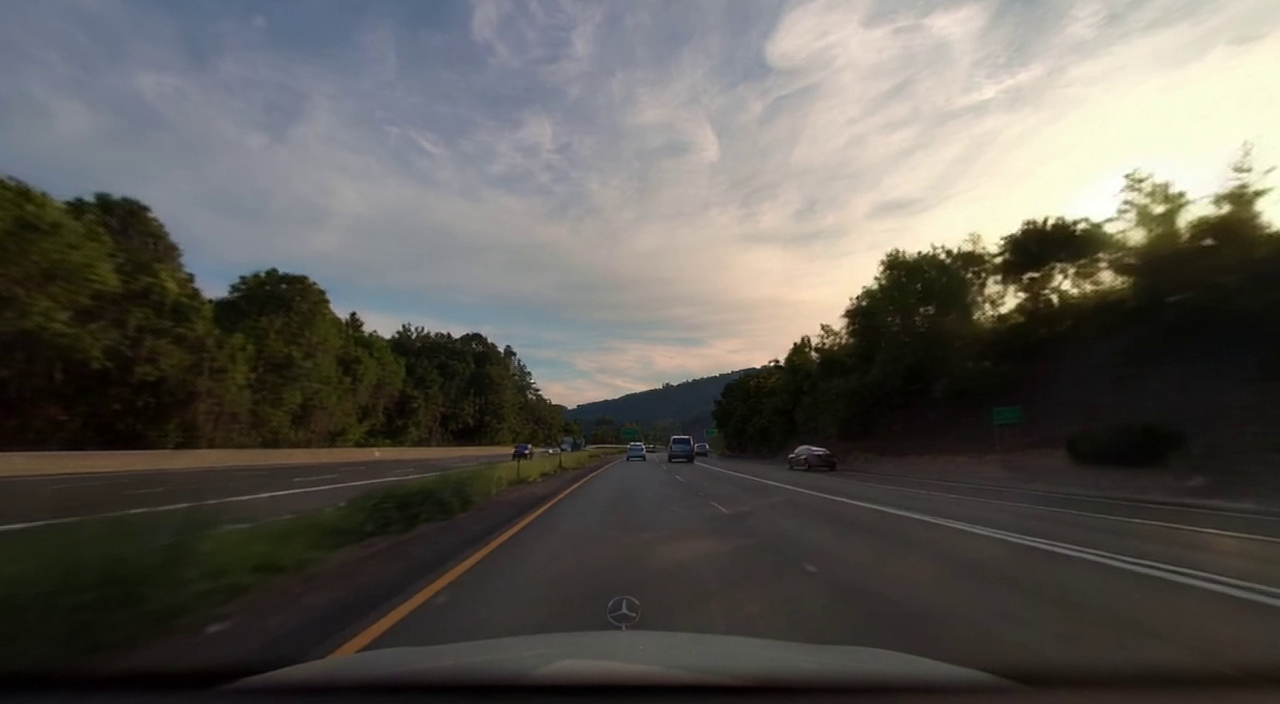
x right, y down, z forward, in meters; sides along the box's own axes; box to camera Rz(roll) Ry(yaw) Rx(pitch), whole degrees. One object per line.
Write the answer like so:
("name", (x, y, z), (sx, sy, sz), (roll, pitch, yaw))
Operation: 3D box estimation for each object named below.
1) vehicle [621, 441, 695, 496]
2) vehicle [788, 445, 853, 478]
("vehicle", (0.461, 3.560, 19.627), (2.053, 1.483, 4.185), (0, -9, -1))
("vehicle", (8.651, 5.270, 30.486), (1.926, 1.483, 3.528), (0, -9, -3))
